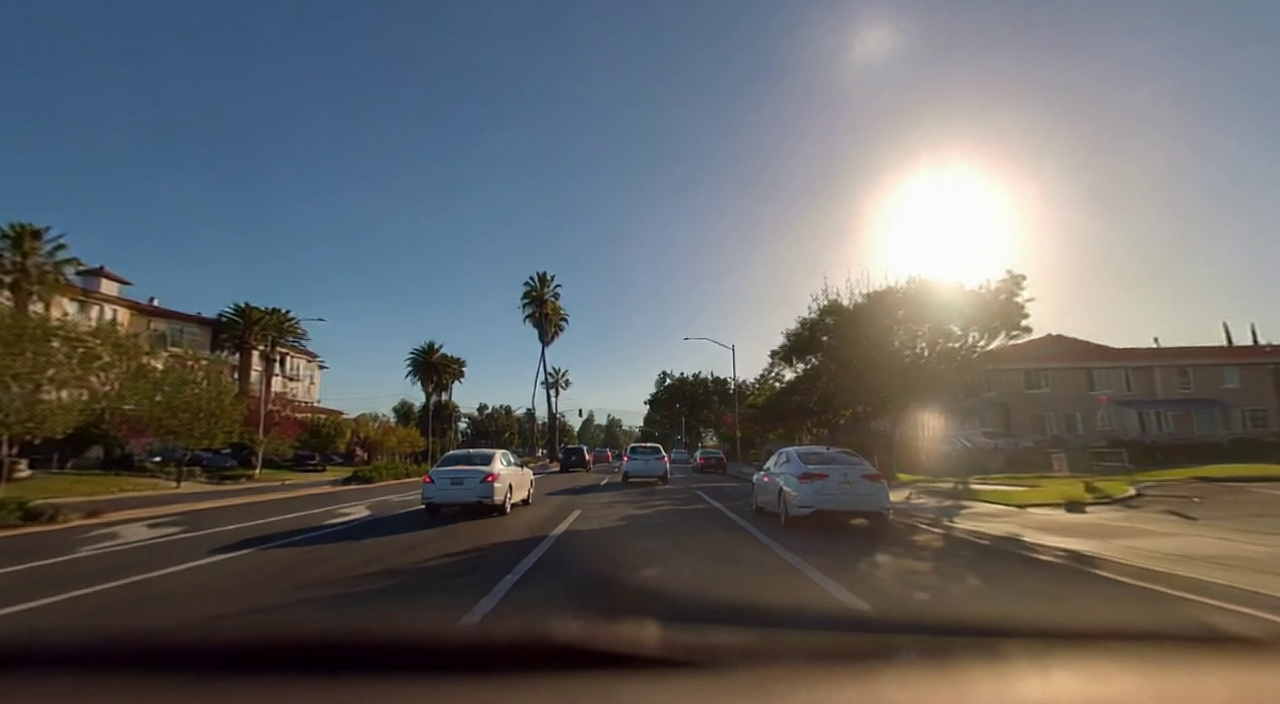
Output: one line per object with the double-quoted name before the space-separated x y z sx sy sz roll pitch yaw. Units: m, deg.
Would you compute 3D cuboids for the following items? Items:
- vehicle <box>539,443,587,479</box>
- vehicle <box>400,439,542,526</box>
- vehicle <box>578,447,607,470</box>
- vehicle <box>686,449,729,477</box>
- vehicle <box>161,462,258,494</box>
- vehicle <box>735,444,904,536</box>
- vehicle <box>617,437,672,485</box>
"vehicle" -3.871 5.546 32.272 1.932 1.695 4.235 0 -9 0
"vehicle" -3.303 2.626 13.247 1.864 1.505 4.202 0 -9 -1
"vehicle" -3.536 8.008 47.601 1.871 1.673 3.920 0 -9 1
"vehicle" 3.735 6.236 35.560 1.880 1.476 3.932 0 -9 -1
"vehicle" -22.447 6.544 33.102 1.827 1.441 4.660 0 -9 0
"vehicle" 3.313 2.630 12.723 1.977 1.480 4.589 0 -9 -1
"vehicle" 0.122 4.660 27.089 2.164 1.867 4.254 0 -9 -1
